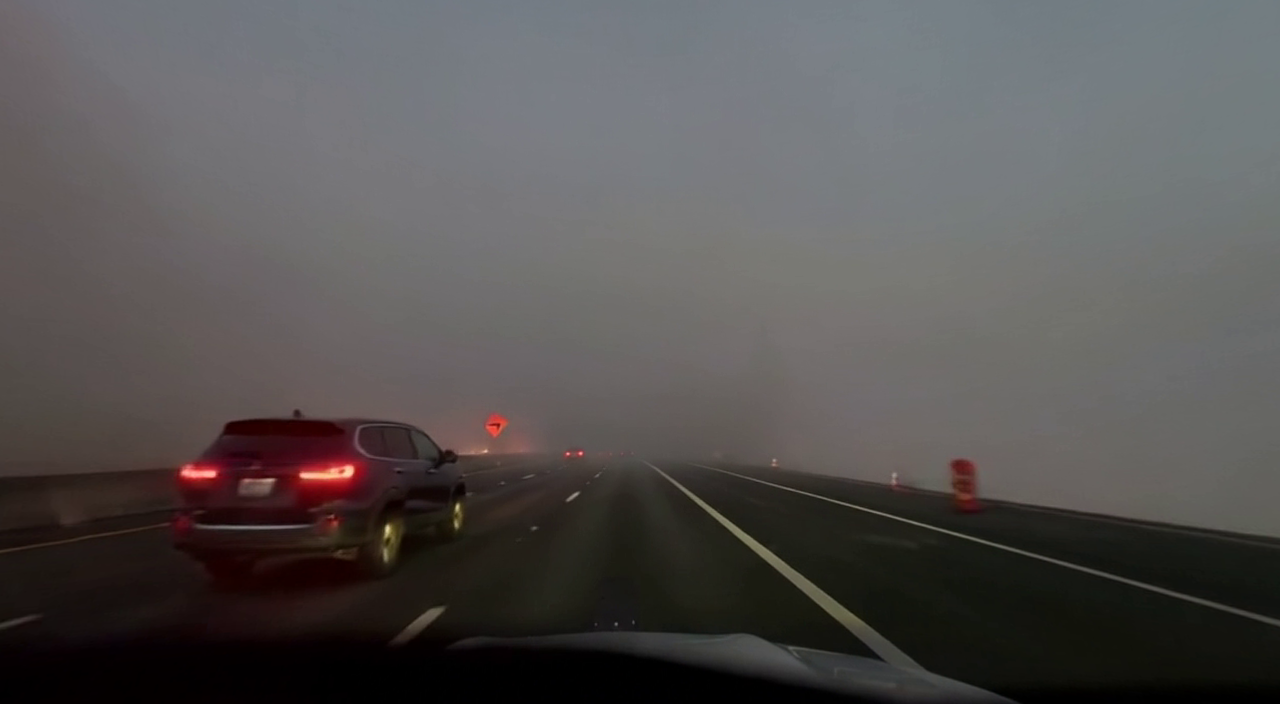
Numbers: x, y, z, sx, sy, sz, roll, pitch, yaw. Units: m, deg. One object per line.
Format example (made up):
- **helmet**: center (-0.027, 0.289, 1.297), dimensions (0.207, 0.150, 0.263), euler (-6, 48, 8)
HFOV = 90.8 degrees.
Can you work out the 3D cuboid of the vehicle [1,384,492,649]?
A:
- **vehicle**: center (-3.068, 1.397, 6.358), dimensions (2.103, 1.715, 4.371), euler (0, -9, 0)
